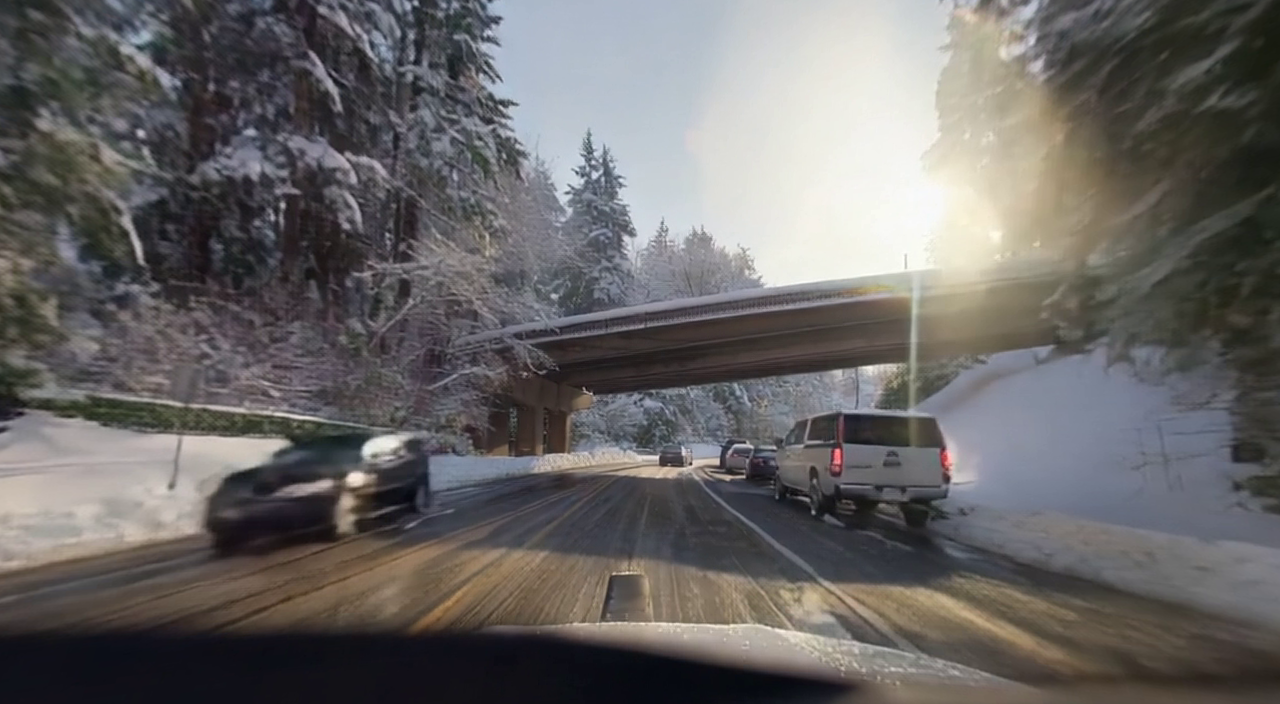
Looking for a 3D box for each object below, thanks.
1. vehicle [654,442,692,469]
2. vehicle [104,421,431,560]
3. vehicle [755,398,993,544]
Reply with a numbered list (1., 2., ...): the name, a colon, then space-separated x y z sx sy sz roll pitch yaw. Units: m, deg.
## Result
1. vehicle: 2.053 6.290 38.354 2.078 1.506 4.058 -1 -9 6
2. vehicle: -4.905 1.864 9.207 2.009 1.527 4.119 0 -9 5
3. vehicle: 3.607 1.972 11.021 2.273 1.944 4.866 0 -9 0
